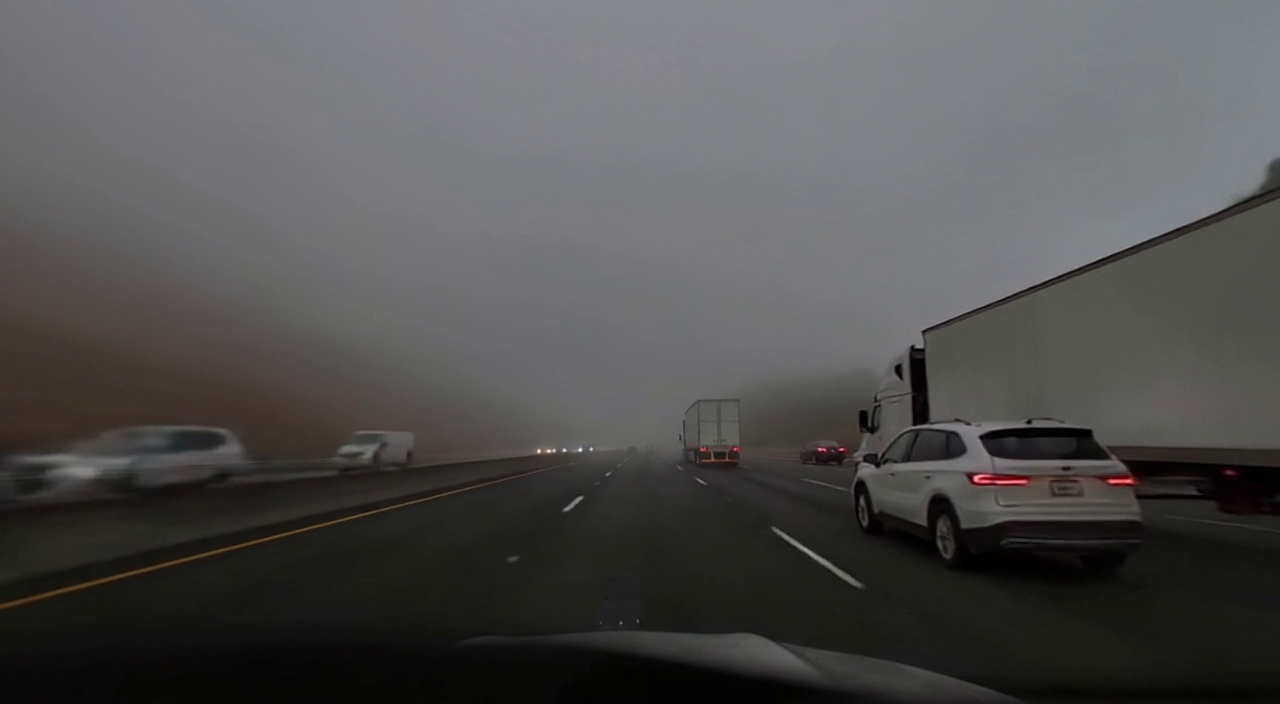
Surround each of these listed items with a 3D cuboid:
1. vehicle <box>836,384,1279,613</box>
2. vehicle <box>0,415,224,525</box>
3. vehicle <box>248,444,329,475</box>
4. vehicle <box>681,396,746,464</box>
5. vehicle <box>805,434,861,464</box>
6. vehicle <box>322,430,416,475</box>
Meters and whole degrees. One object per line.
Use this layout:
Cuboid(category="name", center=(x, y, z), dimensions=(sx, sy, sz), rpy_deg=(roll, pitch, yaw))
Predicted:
Cuboid(category="vehicle", center=(3.892, 1.425, 6.973), dimensions=(2.055, 1.737, 4.224), rpy_deg=(0, -9, 0))
Cuboid(category="vehicle", center=(-9.161, 1.852, 10.536), dimensions=(1.794, 1.488, 3.755), rpy_deg=(-1, -7, 1))
Cuboid(category="vehicle", center=(-20.093, 6.136, 36.262), dimensions=(2.005, 1.679, 4.481), rpy_deg=(0, -9, 1))
Cuboid(category="vehicle", center=(4.649, 5.391, 42.351), dimensions=(3.049, 3.968, 10.706), rpy_deg=(0, -8, 0))
Cuboid(category="vehicle", center=(11.997, 6.059, 39.493), dimensions=(2.046, 1.741, 4.769), rpy_deg=(0, -9, 0))
Cuboid(category="vehicle", center=(-14.869, 5.539, 35.053), dimensions=(2.496, 2.265, 5.849), rpy_deg=(0, -9, 1))
